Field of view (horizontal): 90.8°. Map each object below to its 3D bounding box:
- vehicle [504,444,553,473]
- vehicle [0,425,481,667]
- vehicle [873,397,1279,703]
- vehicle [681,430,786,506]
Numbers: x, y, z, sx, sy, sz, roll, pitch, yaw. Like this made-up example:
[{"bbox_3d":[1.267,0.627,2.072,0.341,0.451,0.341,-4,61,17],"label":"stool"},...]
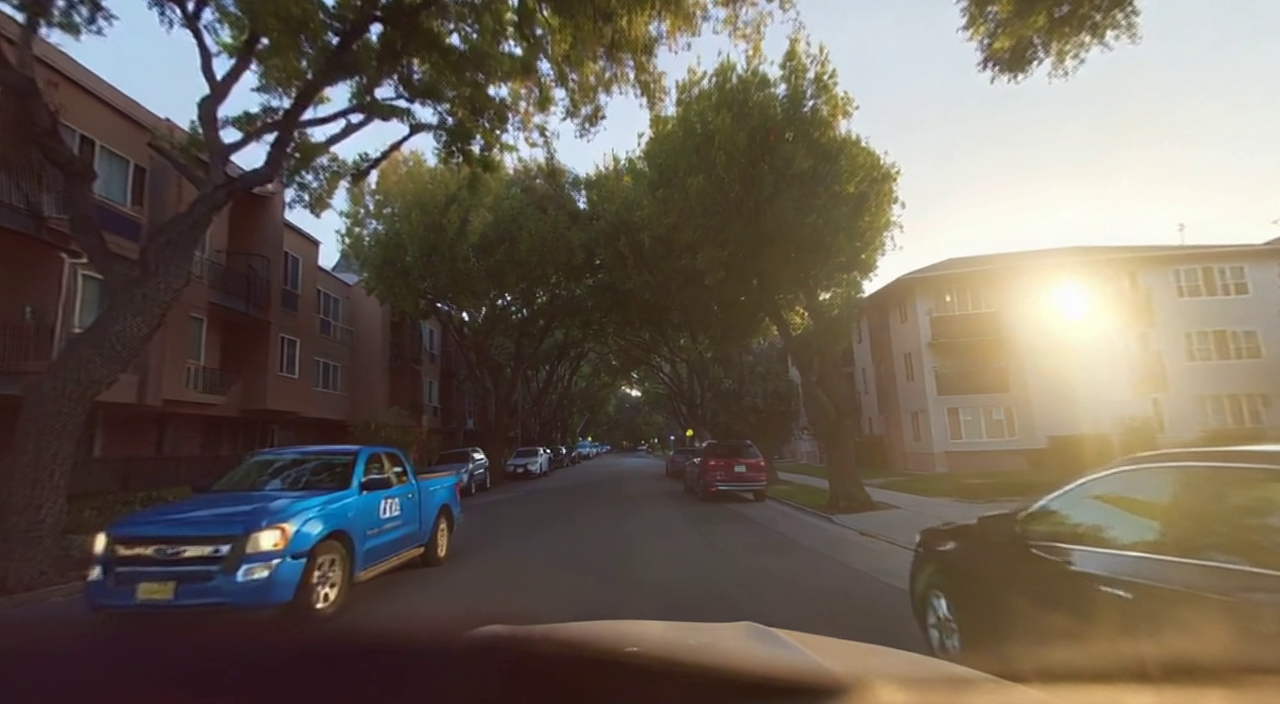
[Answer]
[{"bbox_3d":[-6.350,6.087,36.438,1.959,1.490,4.361,0,-7,1],"label":"vehicle"},{"bbox_3d":[-3.228,1.564,6.312,1.966,1.515,4.394,0,-8,2],"label":"vehicle"},{"bbox_3d":[2.613,0.896,1.865,1.845,1.479,4.727,0,-8,-3],"label":"vehicle"},{"bbox_3d":[2.207,2.875,16.108,1.878,1.664,4.033,0,-8,-3],"label":"vehicle"}]
